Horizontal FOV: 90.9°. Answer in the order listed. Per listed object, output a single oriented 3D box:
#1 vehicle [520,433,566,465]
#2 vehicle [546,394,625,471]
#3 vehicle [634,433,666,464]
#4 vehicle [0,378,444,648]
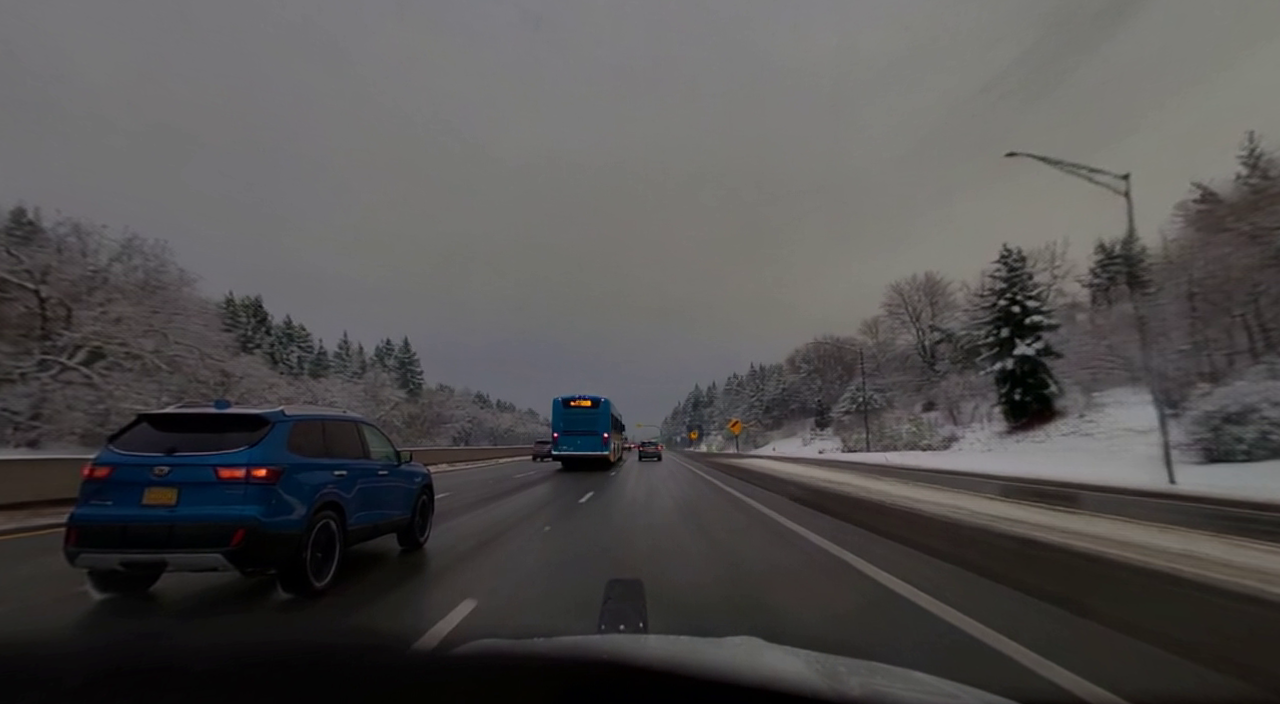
[{"bbox_3d":[-6.777,6.841,44.657,2.282,2.116,6.030,0,-9,0],"label":"vehicle"},{"bbox_3d":[-2.772,4.796,36.485,3.382,3.712,11.766,1,-9,1],"label":"vehicle"},{"bbox_3d":[0.689,6.748,44.018,2.083,2.001,4.782,0,-9,1],"label":"vehicle"},{"bbox_3d":[-3.666,1.352,6.251,2.021,1.730,4.223,0,-9,1],"label":"vehicle"}]
